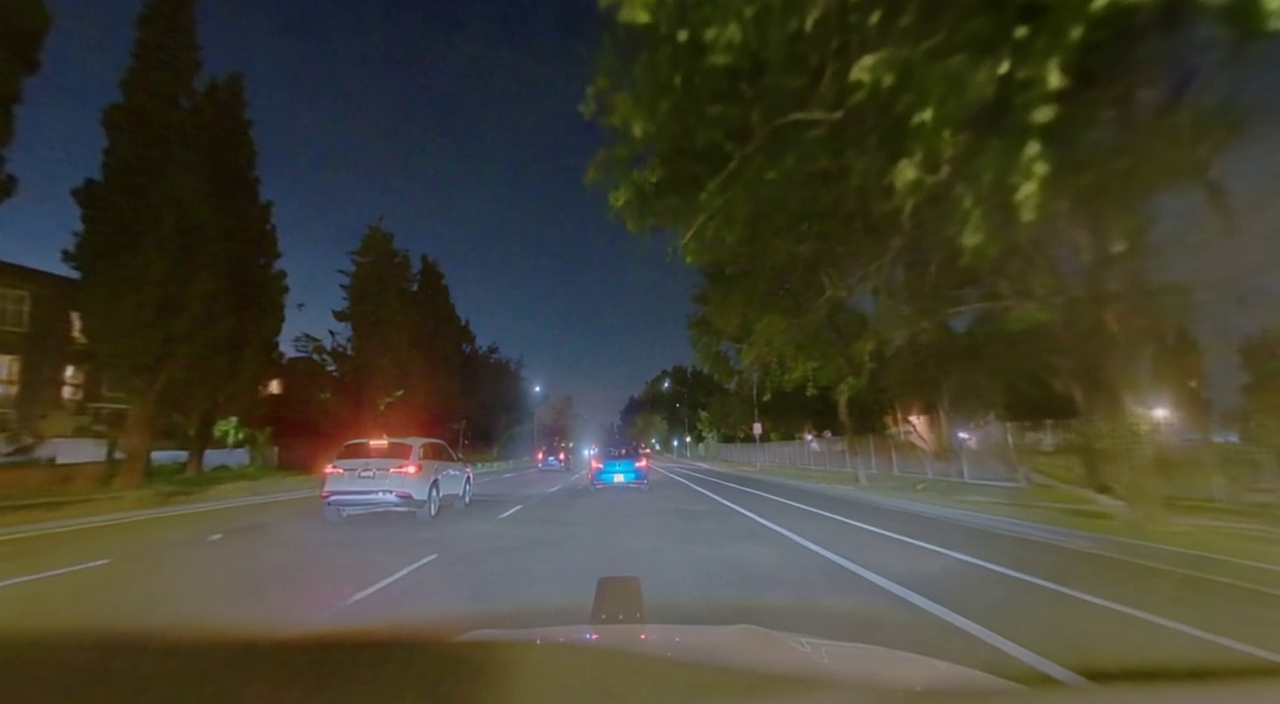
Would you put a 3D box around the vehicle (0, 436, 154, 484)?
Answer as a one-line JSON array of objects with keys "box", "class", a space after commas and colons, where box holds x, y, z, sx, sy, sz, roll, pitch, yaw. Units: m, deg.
[{"box": [-25.689, 4.886, 28.707, 5.216, 2.058, 2.299, 0, -9, -1], "class": "vehicle"}]

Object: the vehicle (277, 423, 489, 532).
[{"box": [-4.684, 2.374, 12.508, 2.243, 1.722, 4.621, 0, -9, 0], "class": "vehicle"}]

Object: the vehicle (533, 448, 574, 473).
[{"box": [-5.419, 6.864, 40.137, 2.014, 1.493, 4.658, 0, -9, -1], "class": "vehicle"}]

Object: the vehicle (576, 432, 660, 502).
[{"box": [-0.608, 3.287, 18.361, 2.131, 1.761, 4.242, 0, -9, -1], "class": "vehicle"}]
